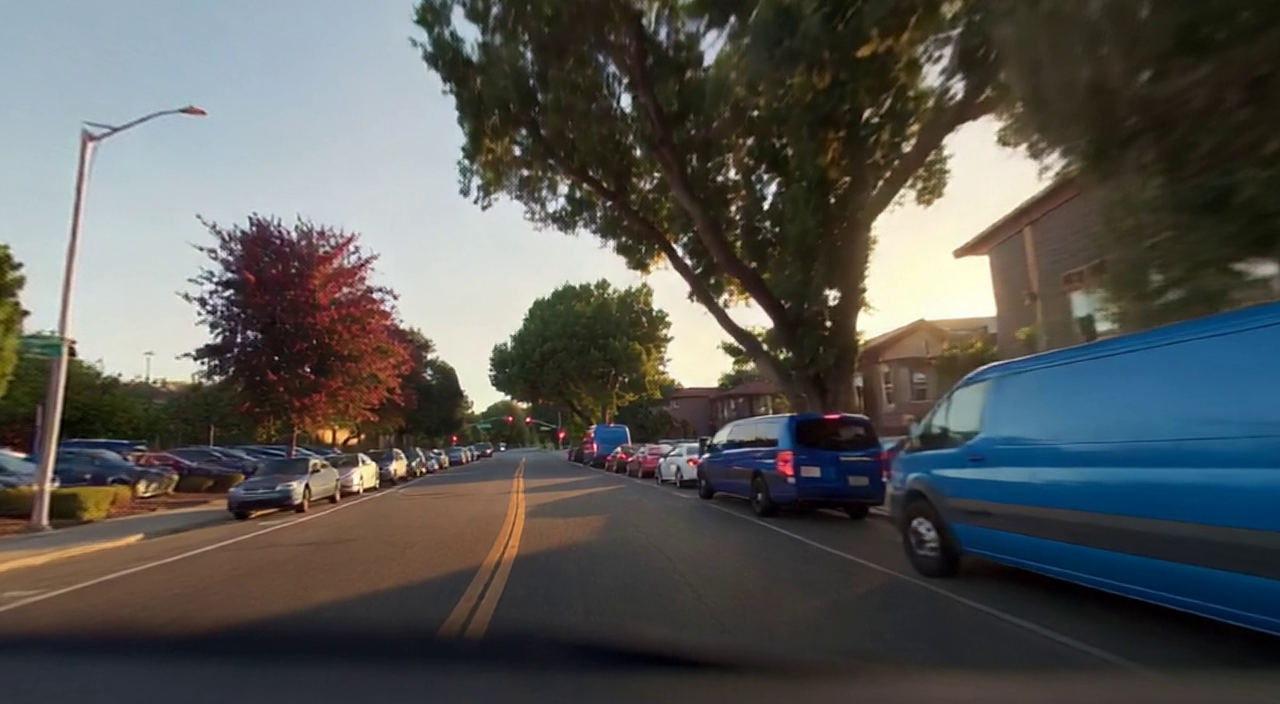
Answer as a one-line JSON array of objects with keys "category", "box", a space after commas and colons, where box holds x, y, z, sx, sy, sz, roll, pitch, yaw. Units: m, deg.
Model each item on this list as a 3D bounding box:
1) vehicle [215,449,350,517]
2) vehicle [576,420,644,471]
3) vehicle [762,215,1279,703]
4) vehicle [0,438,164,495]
[{"category": "vehicle", "box": [-9.384, 3.402, 16.973, 1.950, 1.489, 4.214, 0, -8, -12]}, {"category": "vehicle", "box": [-2.054, 5.851, 39.553, 3.089, 2.882, 6.770, 1, -9, -13]}, {"category": "vehicle", "box": [4.016, 0.766, 4.457, 3.041, 2.164, 10.370, -1, -9, -7]}, {"category": "vehicle", "box": [-18.782, 3.735, 20.758, 4.422, 1.689, 2.021, 0, -9, -7]}]
